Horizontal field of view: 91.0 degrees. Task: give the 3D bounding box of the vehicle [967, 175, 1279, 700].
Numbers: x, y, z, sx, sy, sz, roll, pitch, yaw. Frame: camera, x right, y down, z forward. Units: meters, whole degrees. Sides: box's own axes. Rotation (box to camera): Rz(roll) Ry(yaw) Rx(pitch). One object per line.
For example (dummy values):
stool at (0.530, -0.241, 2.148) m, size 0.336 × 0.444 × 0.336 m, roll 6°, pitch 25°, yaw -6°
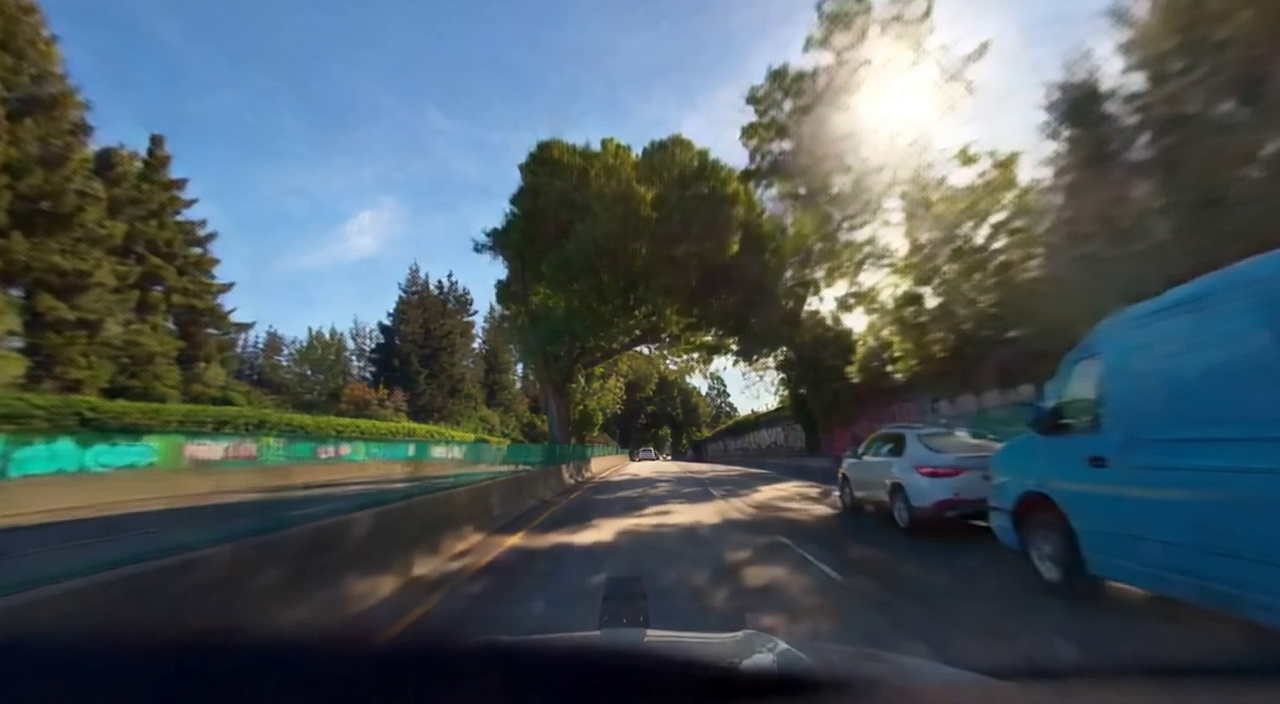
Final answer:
vehicle at (4.643, 0.342, 2.613) m, size 2.712 × 2.659 × 6.992 m, roll 0°, pitch -8°, yaw -1°
